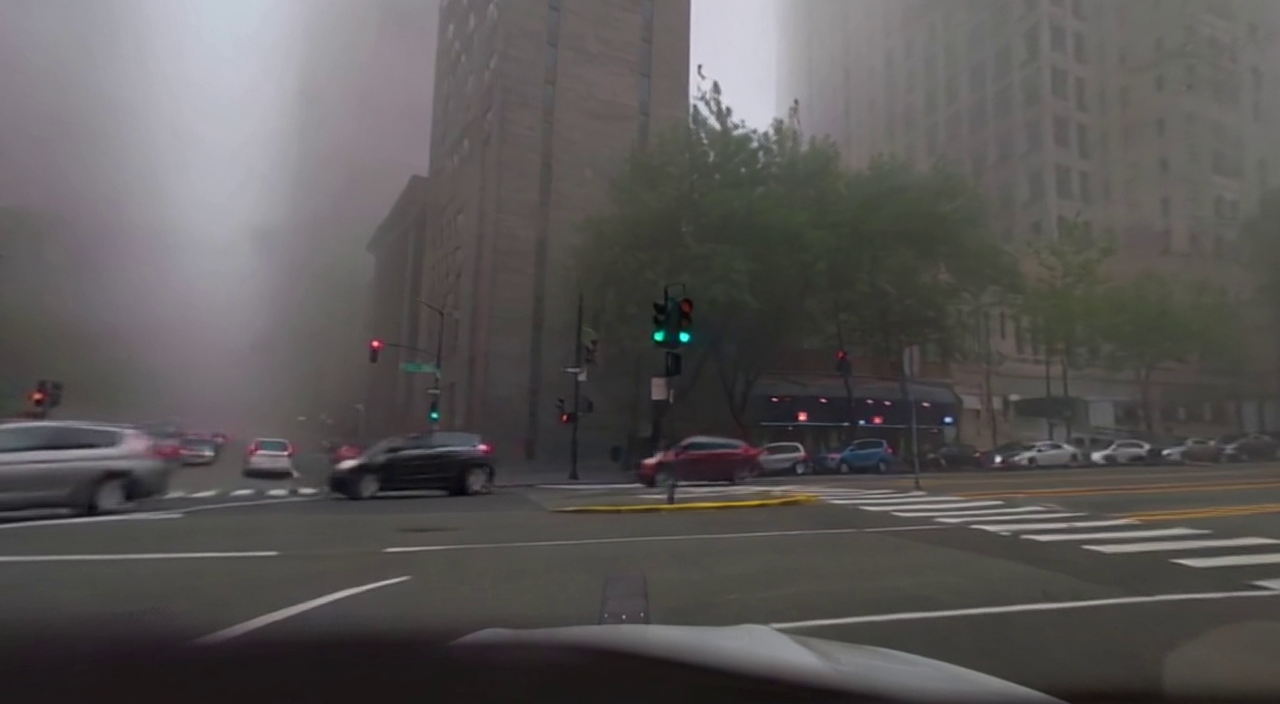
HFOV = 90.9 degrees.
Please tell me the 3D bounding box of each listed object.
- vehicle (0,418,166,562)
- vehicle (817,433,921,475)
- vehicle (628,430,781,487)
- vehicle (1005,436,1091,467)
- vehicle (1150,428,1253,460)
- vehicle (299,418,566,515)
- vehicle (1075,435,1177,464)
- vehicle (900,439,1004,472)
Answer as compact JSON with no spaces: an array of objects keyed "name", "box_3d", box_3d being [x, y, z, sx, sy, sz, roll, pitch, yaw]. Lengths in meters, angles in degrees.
[{"name":"vehicle","box_3d":[-7.467,1.357,6.091,1.818,1.439,4.371,-2,-9,13]},{"name":"vehicle","box_3d":[11.039,4.912,30.547,4.289,1.875,1.963,2,-9,-14]},{"name":"vehicle","box_3d":[1.949,3.237,19.461,4.291,1.606,1.859,2,-9,-16]},{"name":"vehicle","box_3d":[21.358,5.217,33.054,3.522,1.546,1.721,2,-9,-13]},{"name":"vehicle","box_3d":[31.335,5.156,35.218,4.502,1.696,1.884,2,-9,-13]},{"name":"vehicle","box_3d":[-4.067,2.250,12.862,4.749,1.624,1.926,6,-10,-36]},{"name":"vehicle","box_3d":[26.140,5.244,33.933,4.494,1.481,1.783,2,-9,-13]},{"name":"vehicle","box_3d":[15.518,5.130,31.470,4.418,1.556,1.814,2,-9,-14]}]
